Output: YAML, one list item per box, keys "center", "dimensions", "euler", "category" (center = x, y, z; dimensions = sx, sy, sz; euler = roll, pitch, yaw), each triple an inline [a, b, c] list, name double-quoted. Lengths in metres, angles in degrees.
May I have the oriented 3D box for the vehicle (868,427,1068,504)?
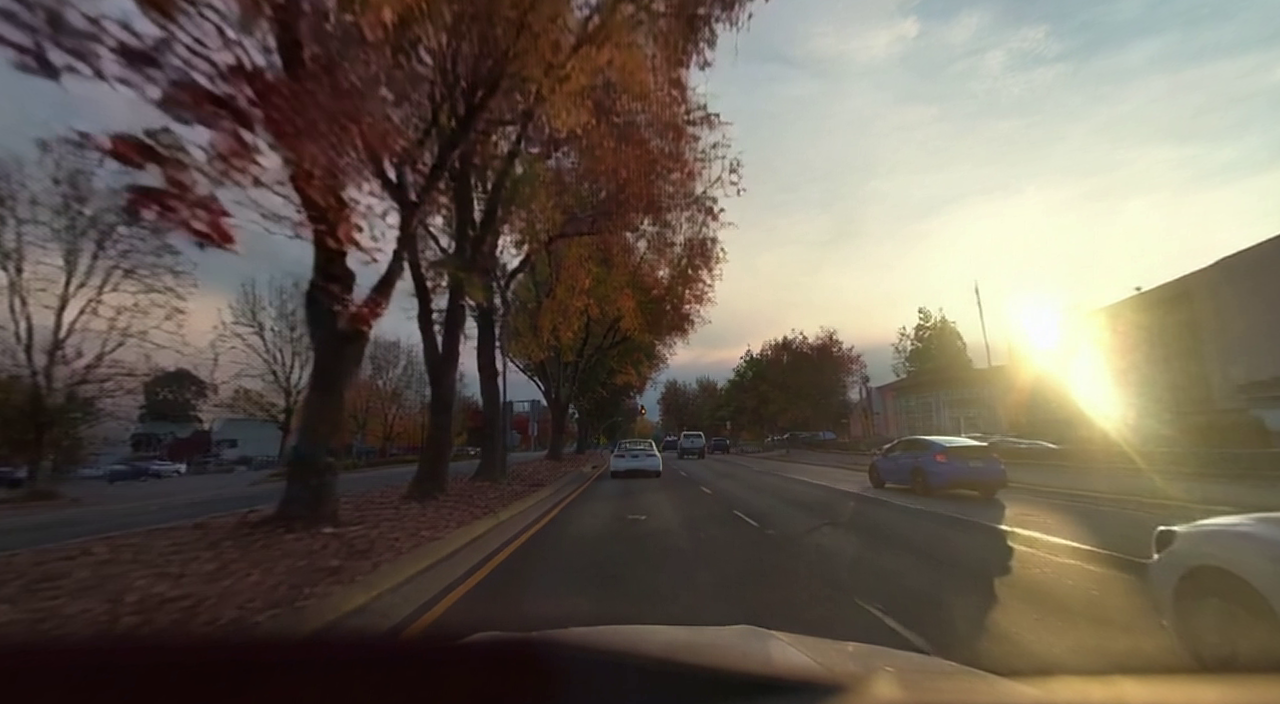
- center: [7.341, 2.594, 14.861]
  dimensions: [2.111, 1.493, 4.639]
  euler: [0, -8, -1]
  category: "vehicle"

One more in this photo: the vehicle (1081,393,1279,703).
- center: [3.681, 0.752, 1.488]
  dimensions: [2.094, 1.480, 4.323]
  euler: [0, -8, -1]
  category: "vehicle"

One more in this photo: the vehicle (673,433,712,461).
- center: [3.478, 6.420, 42.707]
  dimensions: [2.188, 1.760, 4.297]
  euler: [0, -8, -1]
  category: "vehicle"

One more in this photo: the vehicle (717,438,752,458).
- center: [7.398, 7.555, 49.866]
  dimensions: [2.061, 1.460, 3.948]
  euler: [0, -8, -1]
  category: "vehicle"

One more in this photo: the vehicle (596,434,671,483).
- center: [-0.228, 3.602, 21.663]
  dimensions: [2.289, 1.471, 4.477]
  euler: [0, -8, -1]
  category: "vehicle"
